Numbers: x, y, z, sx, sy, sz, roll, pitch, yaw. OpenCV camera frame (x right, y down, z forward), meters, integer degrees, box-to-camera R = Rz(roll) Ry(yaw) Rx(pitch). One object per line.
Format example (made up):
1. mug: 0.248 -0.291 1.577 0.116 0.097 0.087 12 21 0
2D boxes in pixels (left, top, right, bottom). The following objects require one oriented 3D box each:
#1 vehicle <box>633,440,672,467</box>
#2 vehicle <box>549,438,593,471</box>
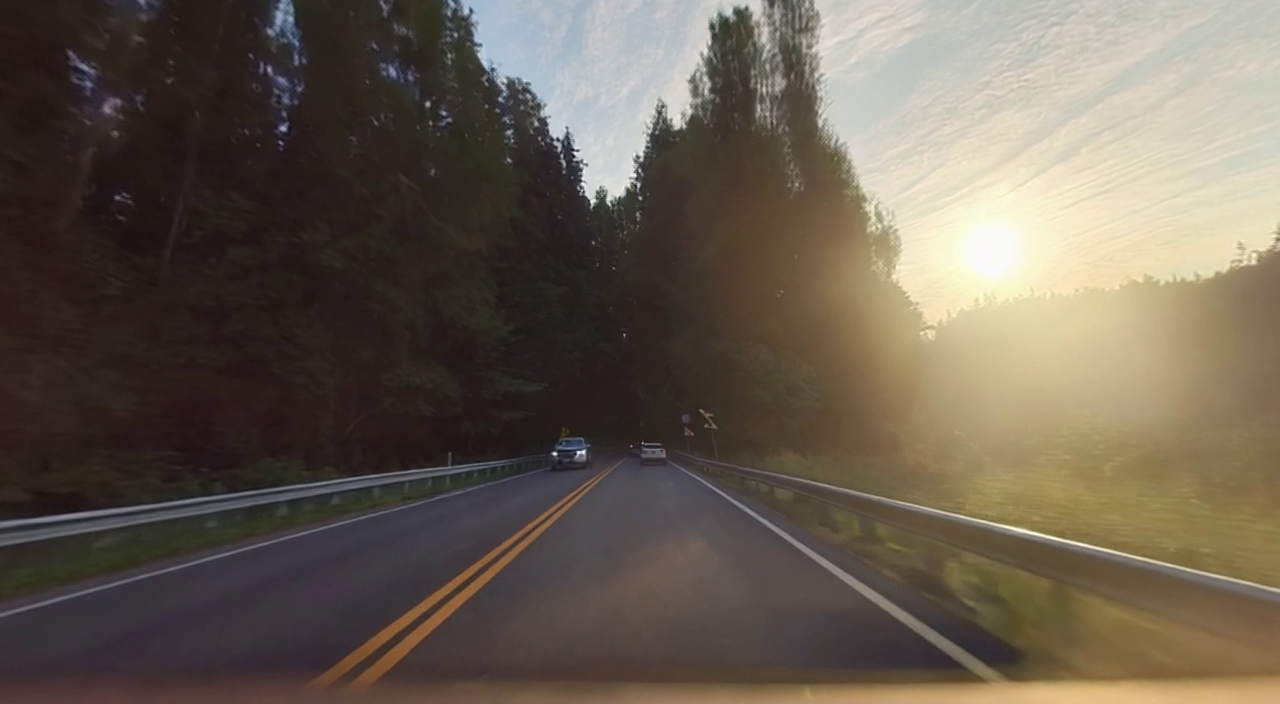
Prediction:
1. vehicle: 0.686 5.937 37.220 2.120 1.491 4.349 0 -8 -1
2. vehicle: -3.733 5.577 34.755 1.953 1.676 4.508 0 -8 0
